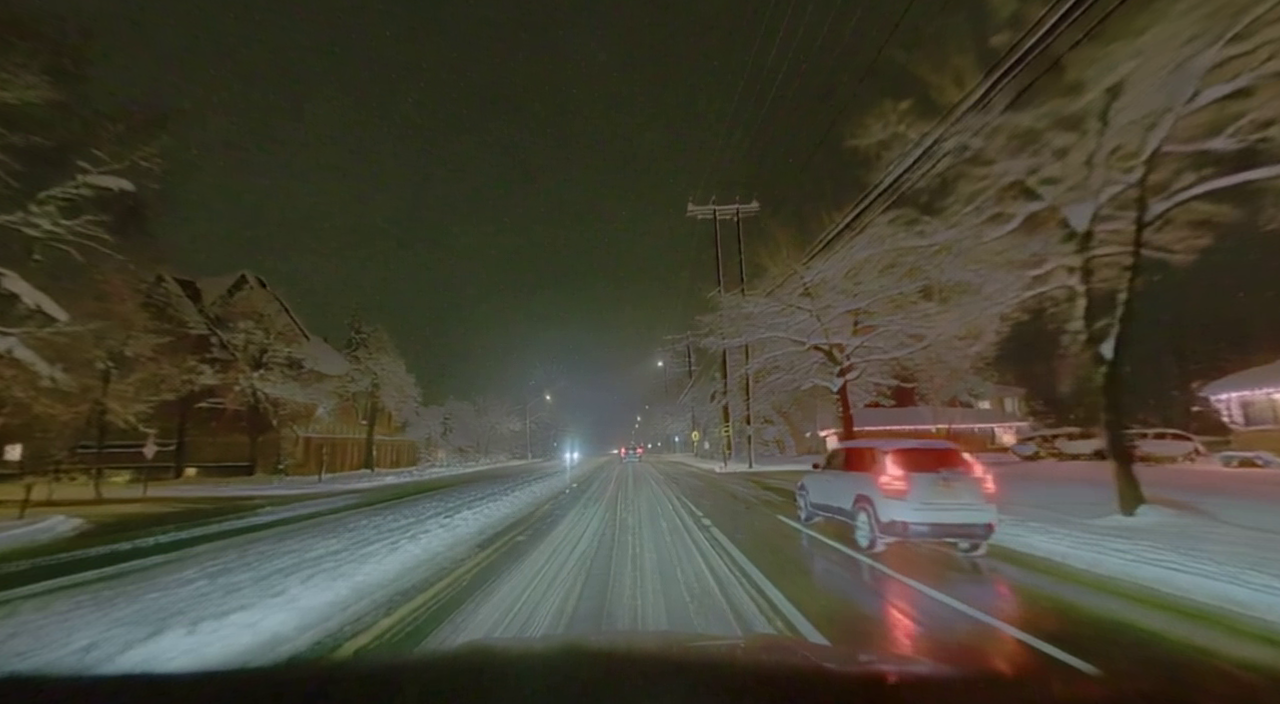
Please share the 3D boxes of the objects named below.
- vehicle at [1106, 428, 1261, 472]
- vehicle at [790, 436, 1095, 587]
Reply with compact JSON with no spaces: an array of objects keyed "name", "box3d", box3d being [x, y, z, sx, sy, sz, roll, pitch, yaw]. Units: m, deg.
[{"name":"vehicle","box3d":[21.254,3.841,24.812,4.536,1.654,1.931,1,-8,-7]},{"name":"vehicle","box3d":[3.985,2.138,9.471,2.124,1.524,4.698,5,-9,-2]}]
